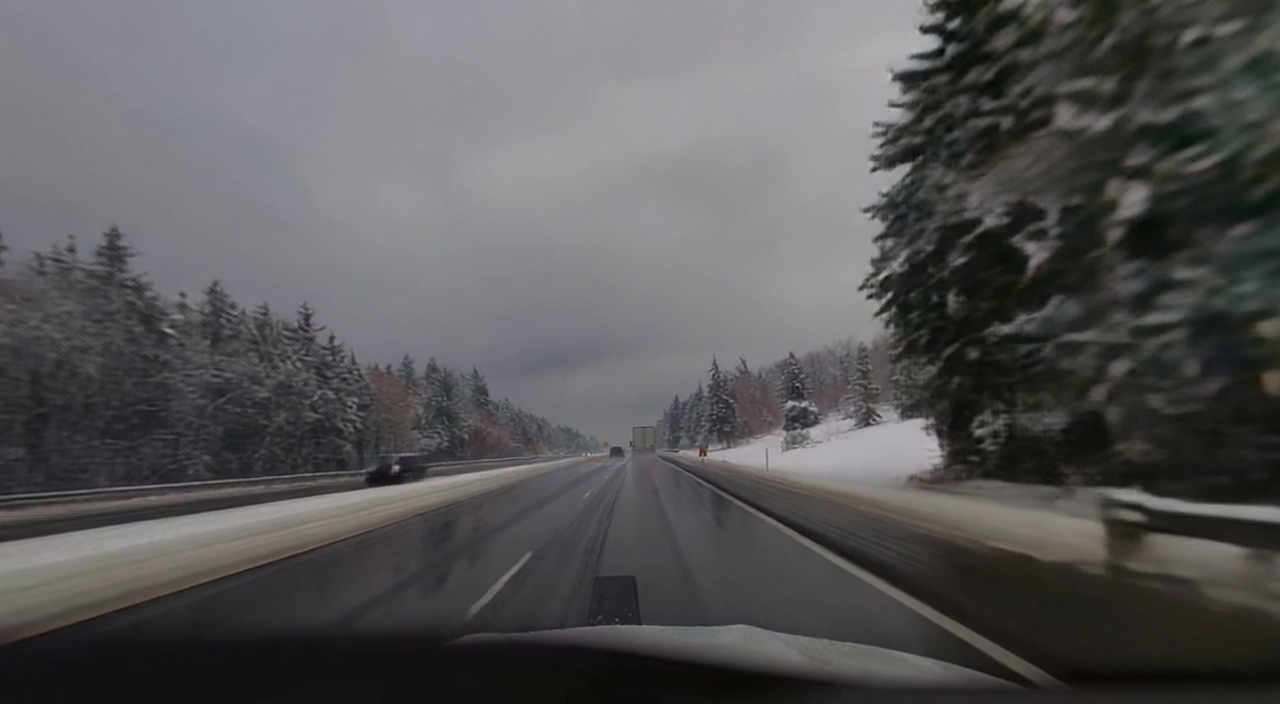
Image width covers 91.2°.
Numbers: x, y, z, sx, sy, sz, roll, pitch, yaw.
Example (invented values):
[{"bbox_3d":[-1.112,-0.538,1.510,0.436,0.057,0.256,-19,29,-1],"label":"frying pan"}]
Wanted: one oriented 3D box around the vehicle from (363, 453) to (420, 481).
[{"bbox_3d":[-17.201,7.960,43.615,1.978,1.828,4.675,0,-9,0],"label":"vehicle"}]
